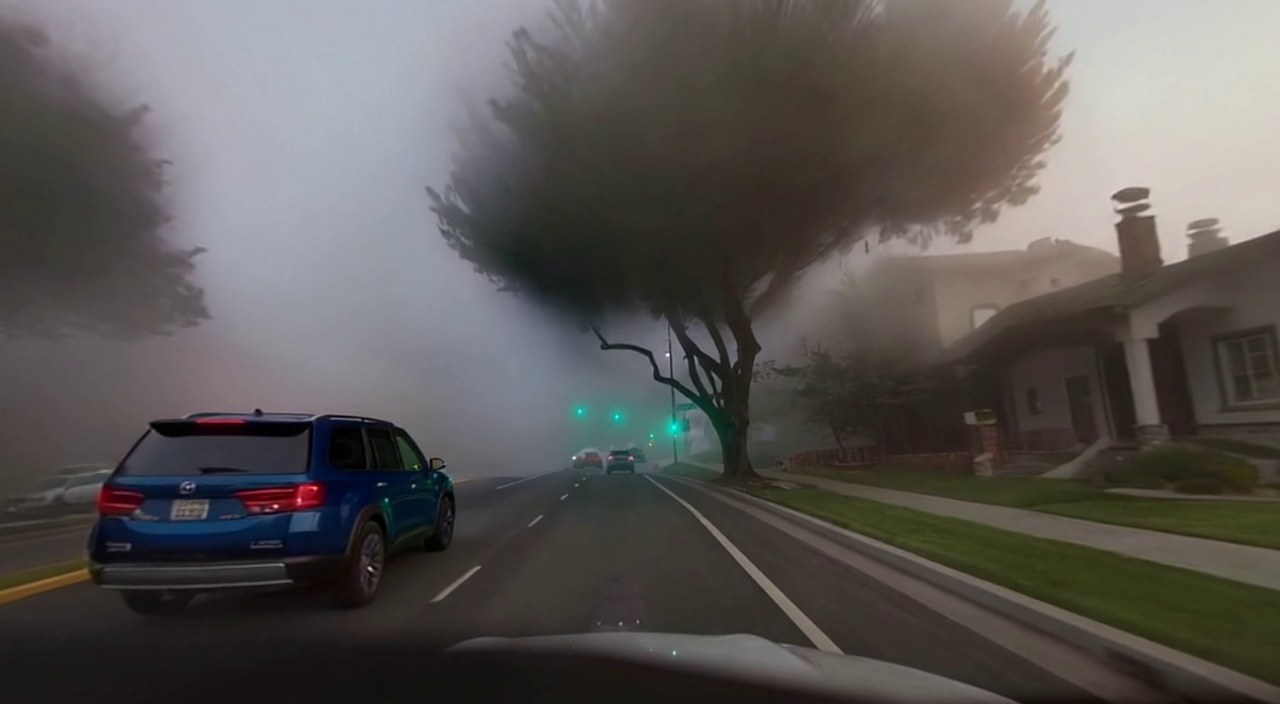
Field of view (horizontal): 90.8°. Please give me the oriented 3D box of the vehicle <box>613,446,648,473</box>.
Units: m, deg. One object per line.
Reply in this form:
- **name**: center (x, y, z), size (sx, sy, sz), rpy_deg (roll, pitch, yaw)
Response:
- **vehicle**: center (-0.577, 6.413, 37.870), size (2.016, 1.470, 3.784), rpy_deg (0, -8, -1)

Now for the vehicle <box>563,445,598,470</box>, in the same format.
- **vehicle**: center (-4.178, 7.514, 45.100), size (2.002, 1.688, 4.084), rpy_deg (0, -8, 1)

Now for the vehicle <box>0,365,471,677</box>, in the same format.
- **vehicle**: center (-3.693, 1.465, 6.846), size (2.276, 1.960, 5.561), rpy_deg (0, -8, -1)
